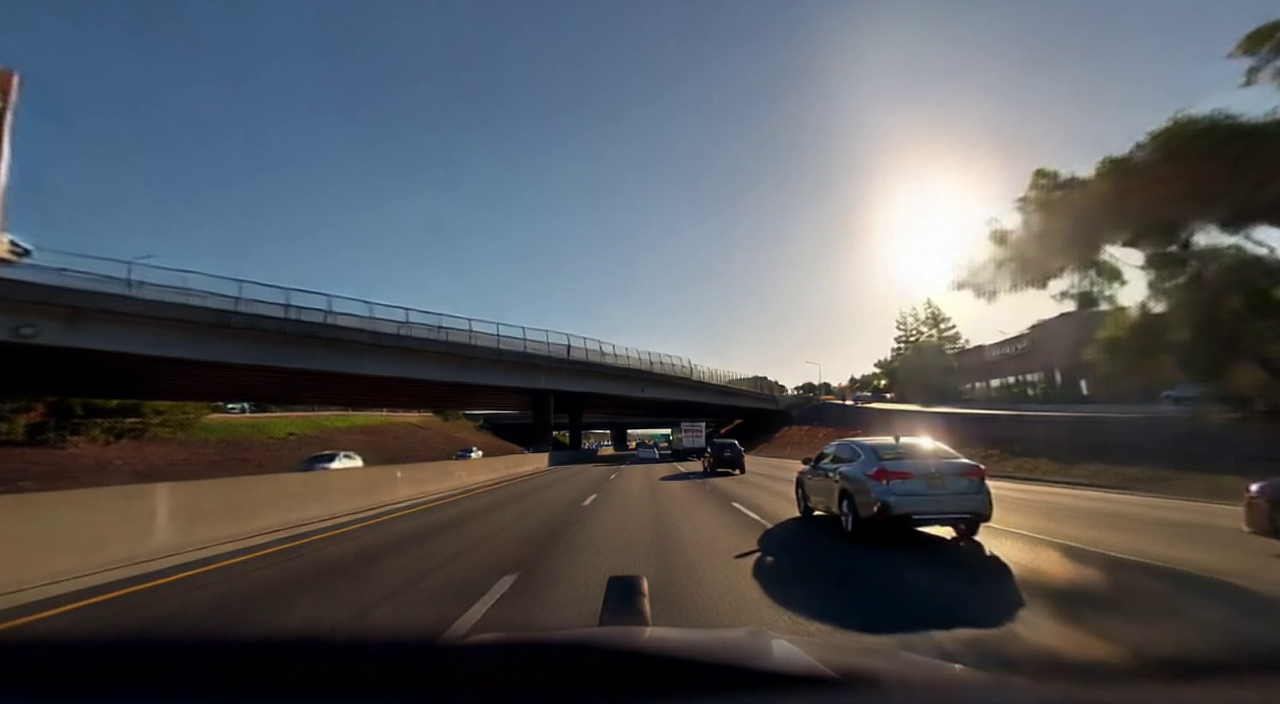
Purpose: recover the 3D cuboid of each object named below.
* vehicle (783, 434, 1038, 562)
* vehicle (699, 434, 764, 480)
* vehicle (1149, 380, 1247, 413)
[{"bbox_3d":[3.694,2.046,9.687,1.902,1.481,4.451,0,-8,-1],"label":"vehicle"},{"bbox_3d":[3.963,4.617,28.075,2.086,1.858,4.737,0,-8,-1],"label":"vehicle"},{"bbox_3d":[35.422,2.905,40.213,2.024,1.757,4.696,0,-8,2],"label":"vehicle"}]
